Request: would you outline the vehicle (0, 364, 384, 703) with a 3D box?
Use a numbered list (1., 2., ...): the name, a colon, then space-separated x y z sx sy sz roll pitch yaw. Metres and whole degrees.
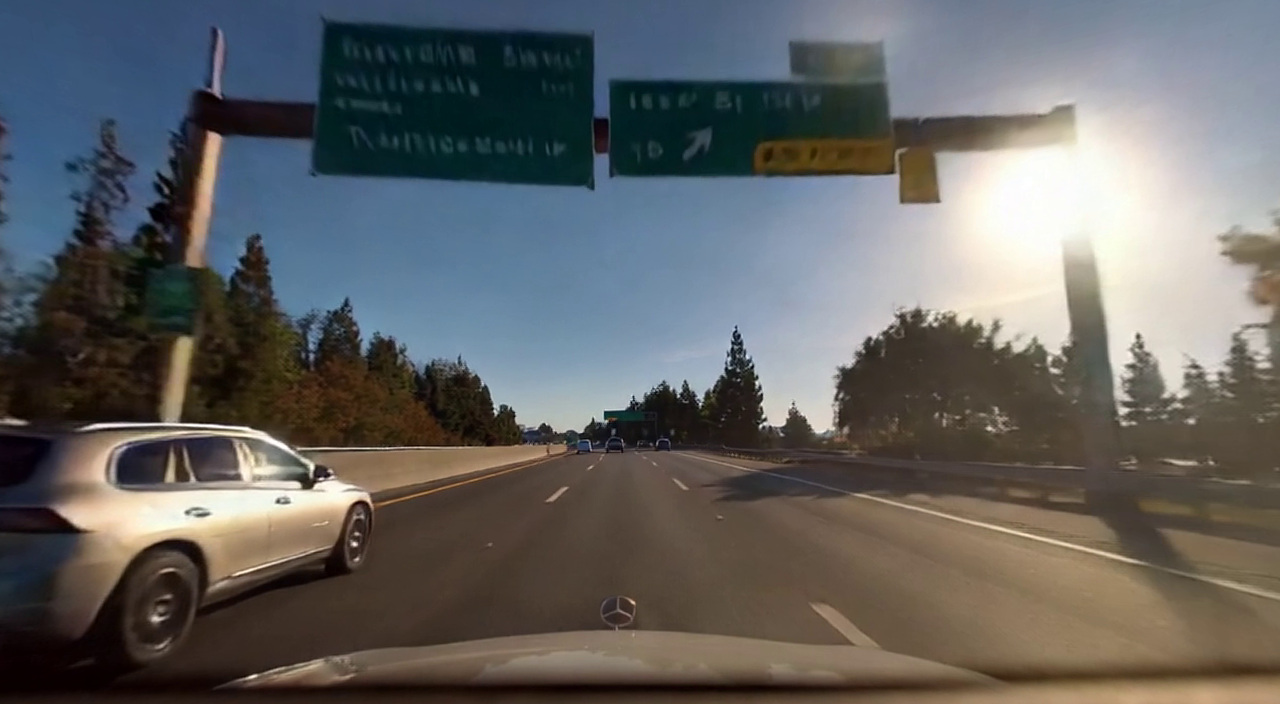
1. vehicle: -3.760 1.161 4.513 2.074 1.652 4.273 0 -8 -1
